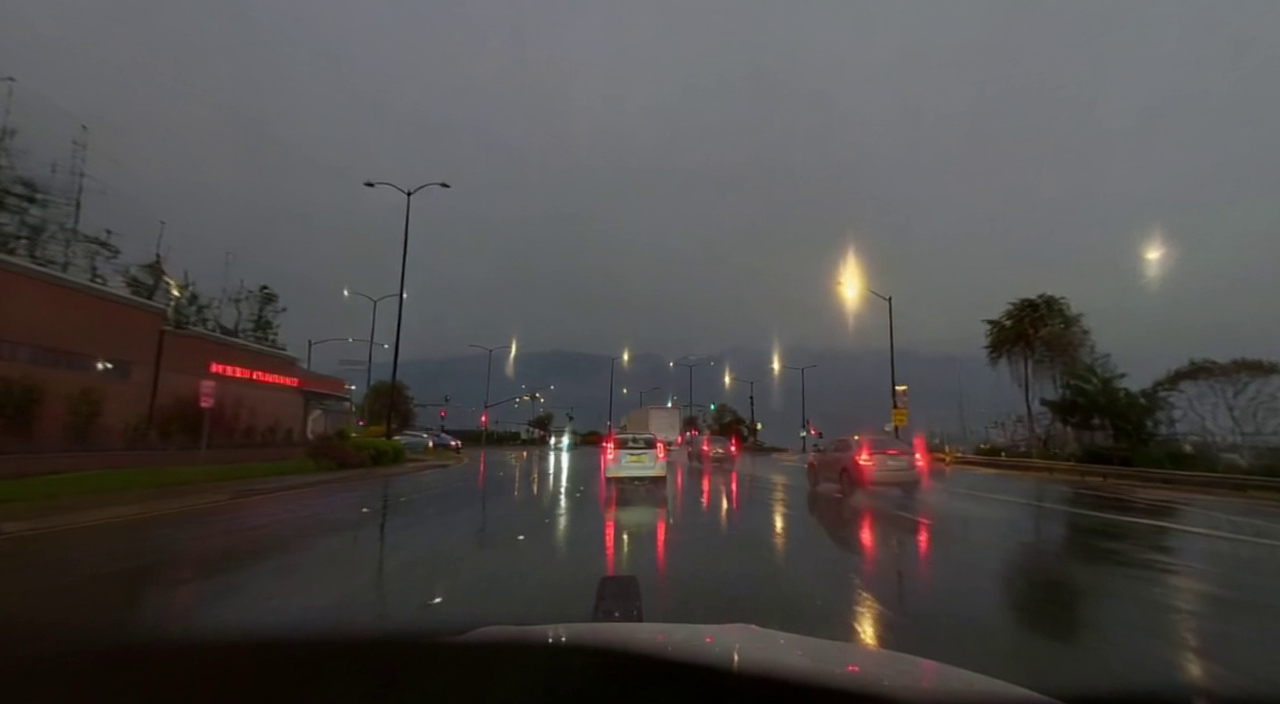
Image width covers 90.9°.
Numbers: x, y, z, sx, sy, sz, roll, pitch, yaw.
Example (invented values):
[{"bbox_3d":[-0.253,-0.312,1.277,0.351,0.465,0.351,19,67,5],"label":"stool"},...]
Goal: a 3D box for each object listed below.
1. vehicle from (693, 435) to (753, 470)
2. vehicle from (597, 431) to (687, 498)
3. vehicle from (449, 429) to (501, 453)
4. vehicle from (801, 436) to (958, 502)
[{"bbox_3d":[3.641,4.474,28.321,1.889,1.480,3.876,1,-8,-4],"label":"vehicle"},{"bbox_3d":[0.027,2.735,15.808,1.991,1.472,3.518,0,-8,-1],"label":"vehicle"},{"bbox_3d":[-12.858,6.864,48.869,2.150,1.758,5.255,5,-9,-34],"label":"vehicle"},{"bbox_3d":[5.852,2.885,16.183,2.081,1.434,4.833,0,-8,-1],"label":"vehicle"}]
